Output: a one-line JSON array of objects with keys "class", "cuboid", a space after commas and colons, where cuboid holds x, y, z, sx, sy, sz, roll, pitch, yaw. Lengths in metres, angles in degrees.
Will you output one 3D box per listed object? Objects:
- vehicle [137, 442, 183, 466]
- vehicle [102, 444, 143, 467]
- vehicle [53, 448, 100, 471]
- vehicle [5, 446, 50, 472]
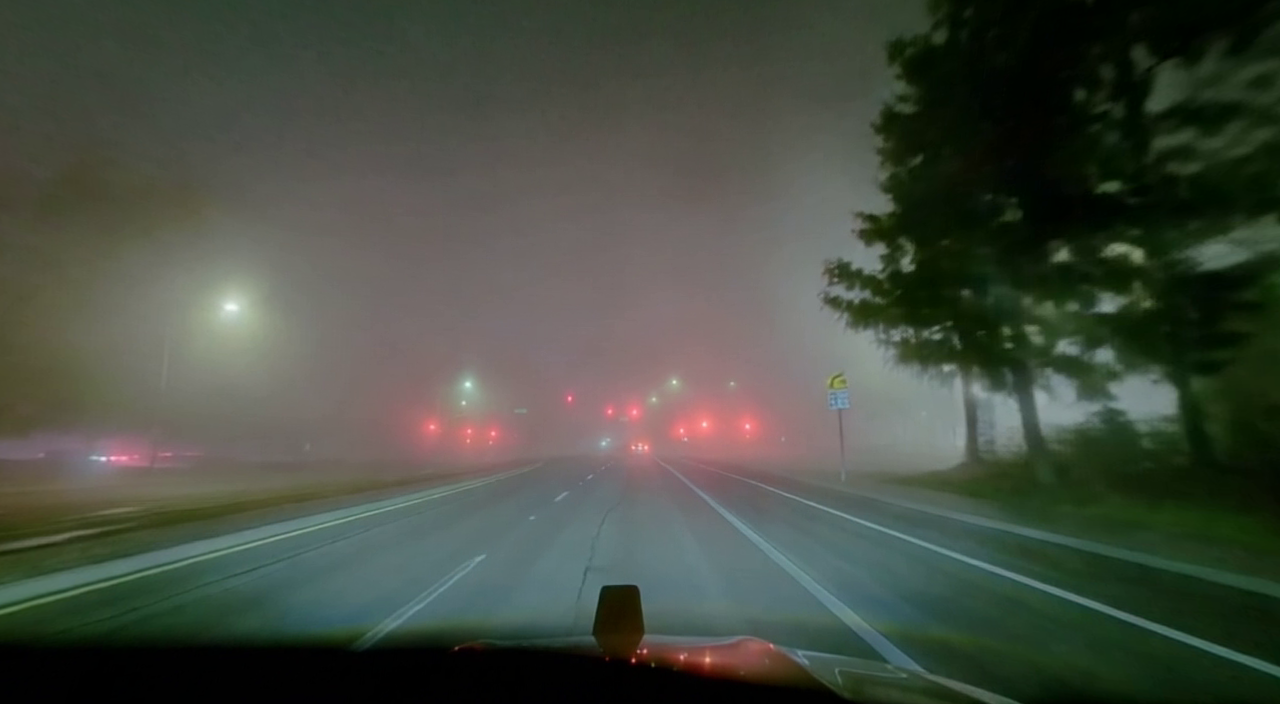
[{"class": "vehicle", "cuboid": [-37.920, 8.018, 49.831, 4.235, 1.748, 2.001, -7, -11, 42]}, {"class": "vehicle", "cuboid": [-38.186, 7.593, 46.539, 3.758, 1.545, 1.763, -8, -12, 43]}, {"class": "vehicle", "cuboid": [-37.967, 7.169, 42.528, 3.969, 1.433, 1.835, -7, -11, 42]}, {"class": "vehicle", "cuboid": [-38.920, 6.779, 40.107, 3.778, 1.445, 1.746, -6, -11, 44]}]
